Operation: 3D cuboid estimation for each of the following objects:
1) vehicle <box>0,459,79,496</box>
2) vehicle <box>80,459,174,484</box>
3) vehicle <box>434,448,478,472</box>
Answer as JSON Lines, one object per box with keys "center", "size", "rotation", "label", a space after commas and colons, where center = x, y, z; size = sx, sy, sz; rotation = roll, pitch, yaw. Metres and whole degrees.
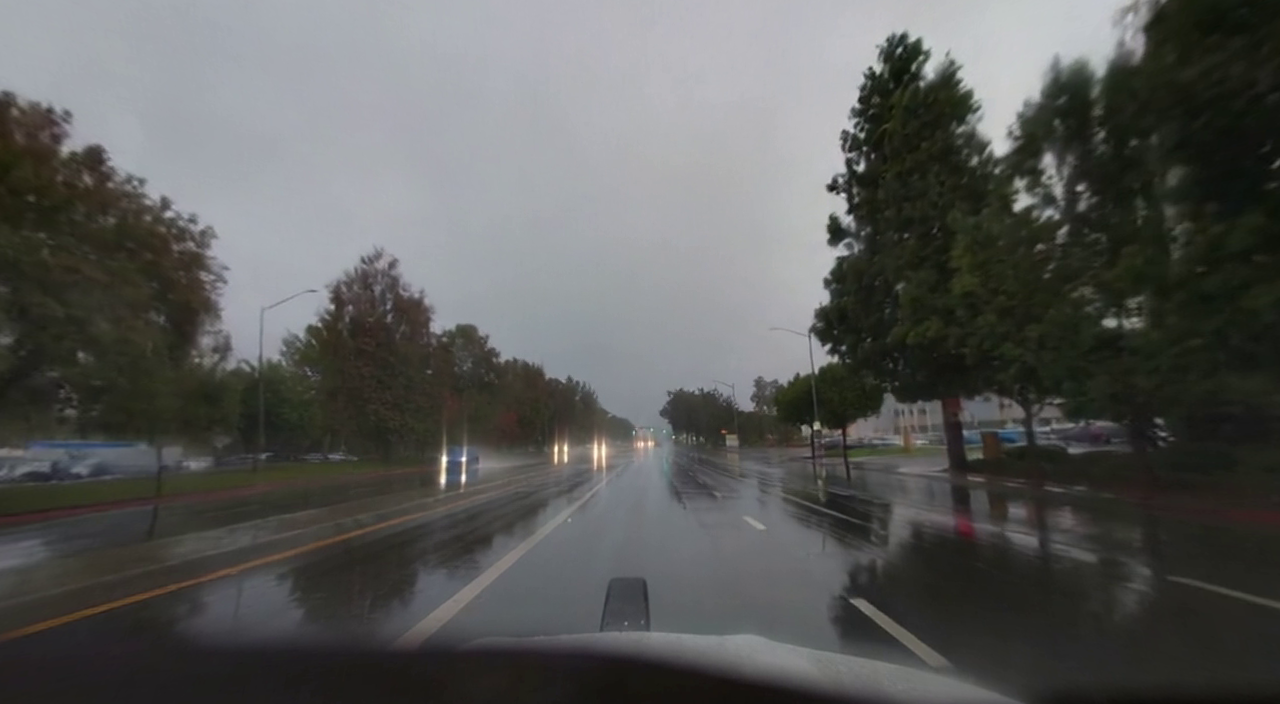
{"center": [-34.230, 6.741, 33.986], "size": [5.398, 1.832, 2.197], "rotation": [1, -8, -10], "label": "vehicle"}
{"center": [-40.526, 9.445, 49.926], "size": [5.288, 1.786, 2.076], "rotation": [2, -9, -15], "label": "vehicle"}
{"center": [-14.270, 8.374, 49.152], "size": [1.983, 1.725, 4.359], "rotation": [-1, -8, 2], "label": "vehicle"}
